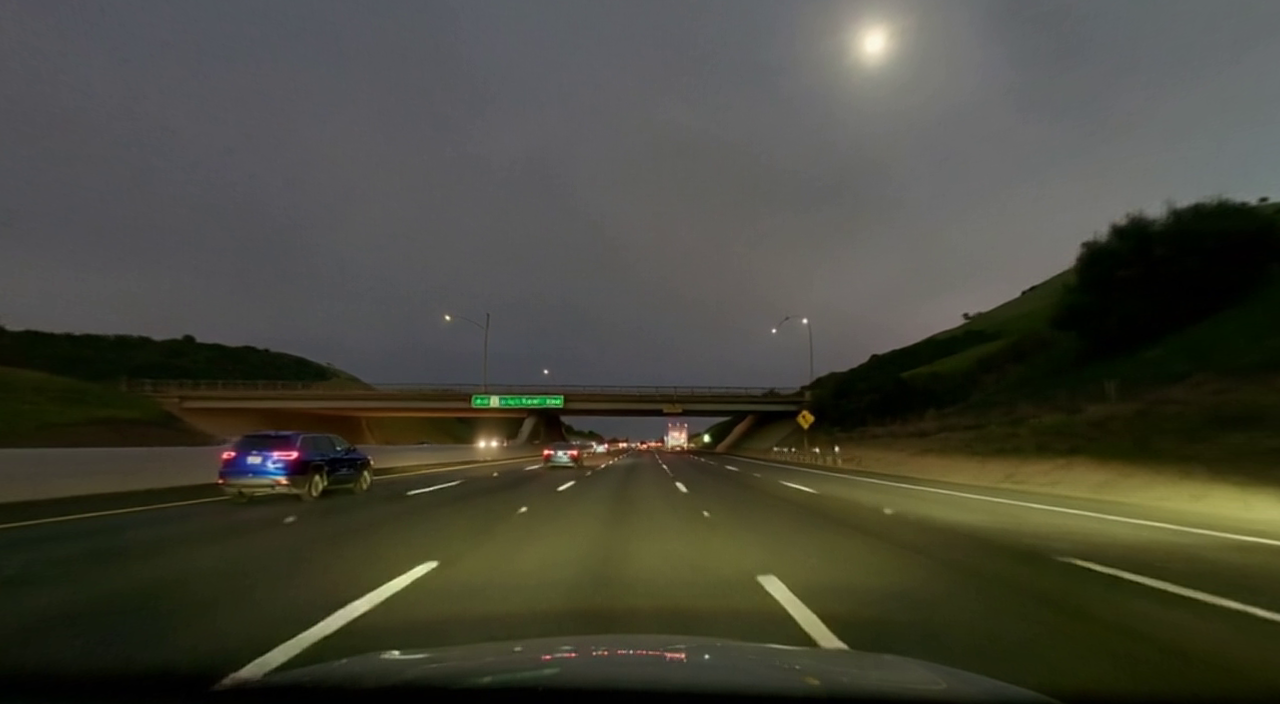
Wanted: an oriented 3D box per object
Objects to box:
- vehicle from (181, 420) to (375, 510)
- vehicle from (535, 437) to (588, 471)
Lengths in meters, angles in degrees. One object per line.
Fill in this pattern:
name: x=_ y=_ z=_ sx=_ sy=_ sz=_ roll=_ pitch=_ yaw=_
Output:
vehicle: x=-7.742 y=2.456 z=14.096 sx=1.860 sy=1.694 sz=4.173 roll=0 pitch=-9 yaw=0
vehicle: x=-3.726 y=4.946 z=30.666 sx=1.925 sy=1.509 sz=4.363 roll=0 pitch=-9 yaw=1
